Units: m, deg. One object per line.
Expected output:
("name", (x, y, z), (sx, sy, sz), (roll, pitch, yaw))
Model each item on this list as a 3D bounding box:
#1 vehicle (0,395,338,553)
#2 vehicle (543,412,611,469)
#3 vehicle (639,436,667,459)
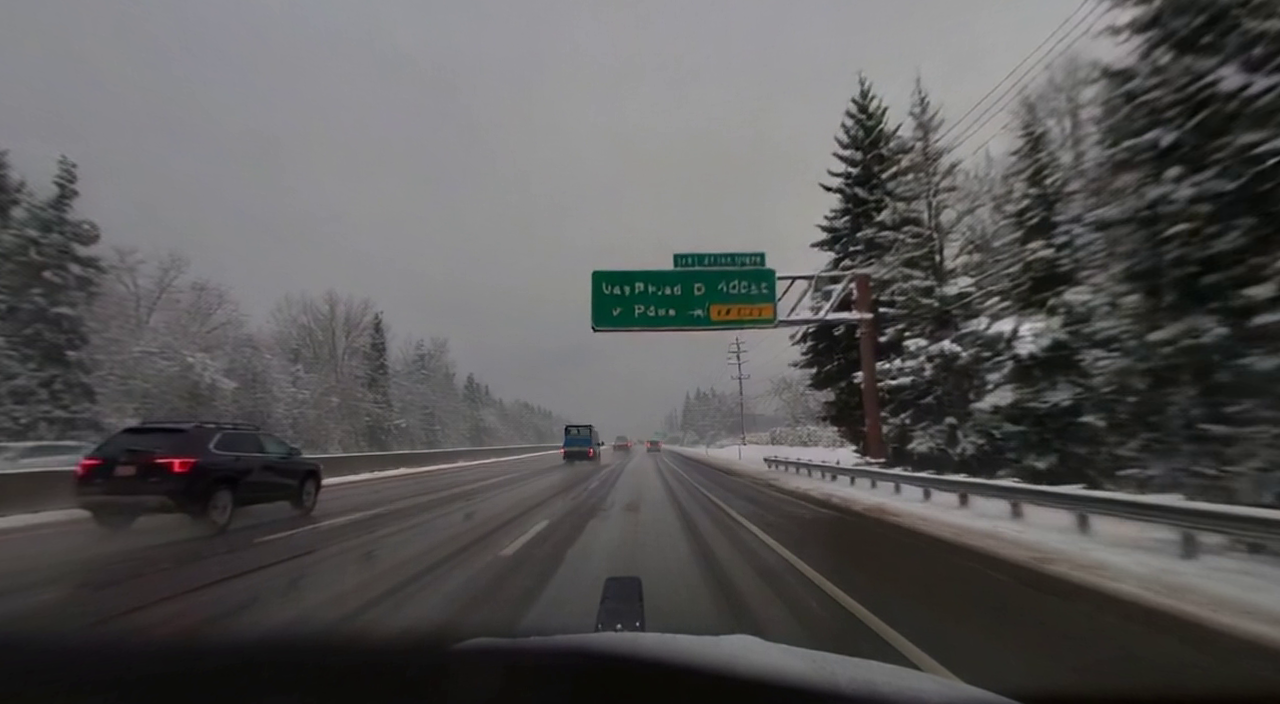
("vehicle", (-7.397, 1.865, 10.321), (2.192, 1.893, 5.330), (0, -9, 0))
("vehicle", (-3.444, 5.253, 37.176), (2.915, 2.885, 9.394), (0, -9, 1))
("vehicle", (1.043, 7.463, 49.214), (2.038, 1.677, 4.219), (0, -9, 2))
